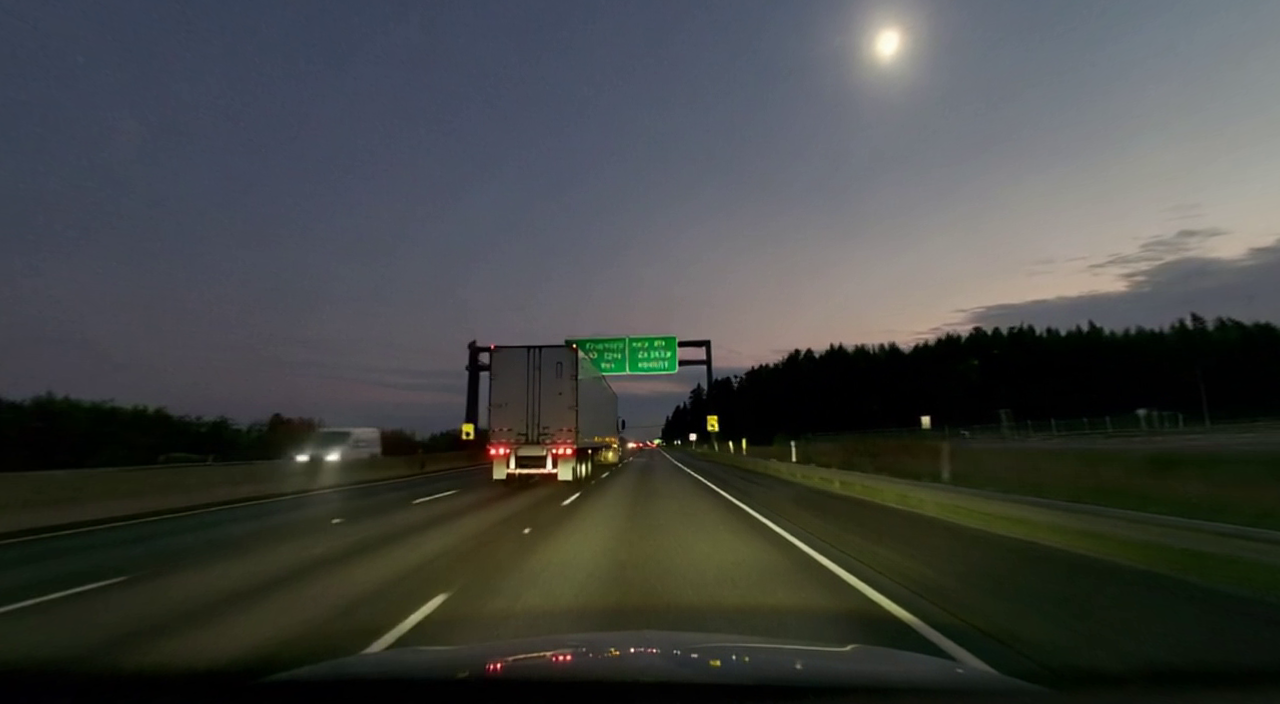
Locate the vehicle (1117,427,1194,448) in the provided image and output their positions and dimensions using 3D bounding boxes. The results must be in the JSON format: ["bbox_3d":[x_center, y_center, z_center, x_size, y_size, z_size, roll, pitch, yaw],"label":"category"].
[{"bbox_3d":[37.567,6.247,45.880,3.971,1.532,1.788,0,-8,3],"label":"vehicle"}]

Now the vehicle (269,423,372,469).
[{"bbox_3d":[-14.460,4.307,28.829,2.131,1.914,4.745,0,-8,1],"label":"vehicle"}]

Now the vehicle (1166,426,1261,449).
[{"bbox_3d":[37.414,5.597,41.108,4.327,1.491,1.869,0,-8,1],"label":"vehicle"}]

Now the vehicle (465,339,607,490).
[{"bbox_3d":[-3.166,2.695,24.126,2.947,4.051,14.256,-1,-8,0],"label":"vehicle"}]
